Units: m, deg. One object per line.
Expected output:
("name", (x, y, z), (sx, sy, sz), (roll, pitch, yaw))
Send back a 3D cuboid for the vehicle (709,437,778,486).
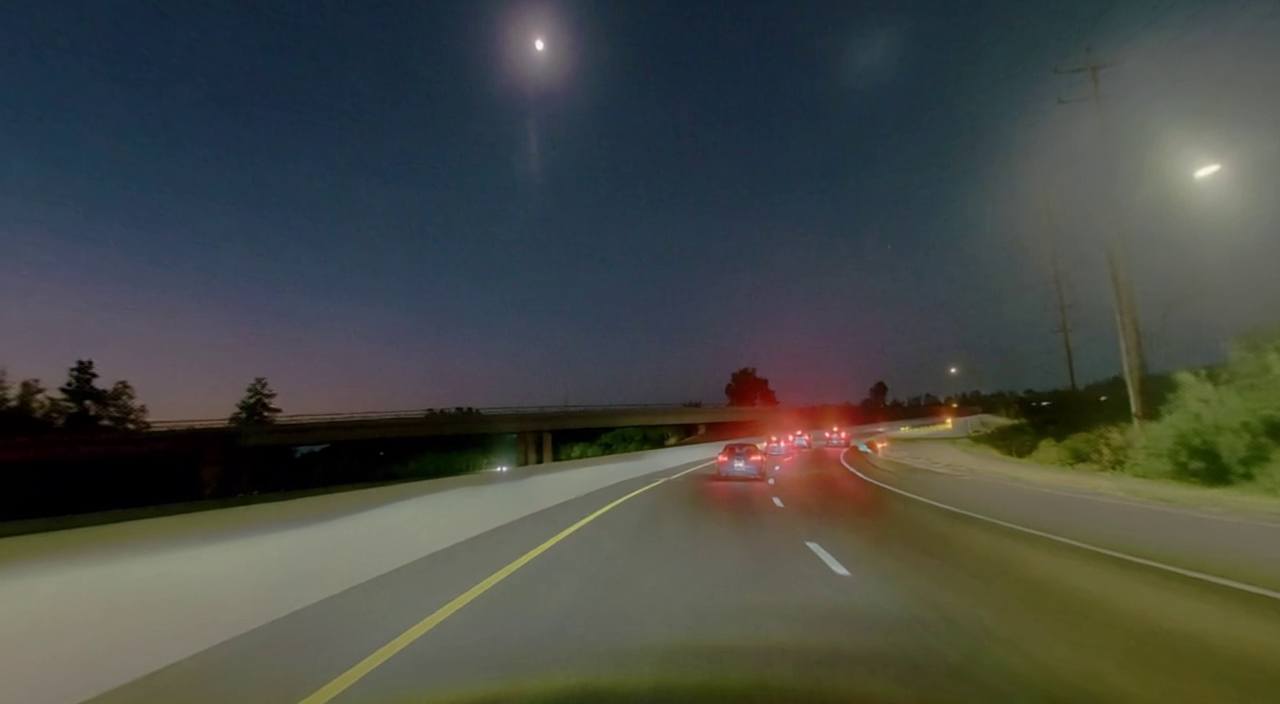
("vehicle", (3.555, 3.685, 21.553), (2.091, 1.482, 4.321), (-2, -9, 10))
